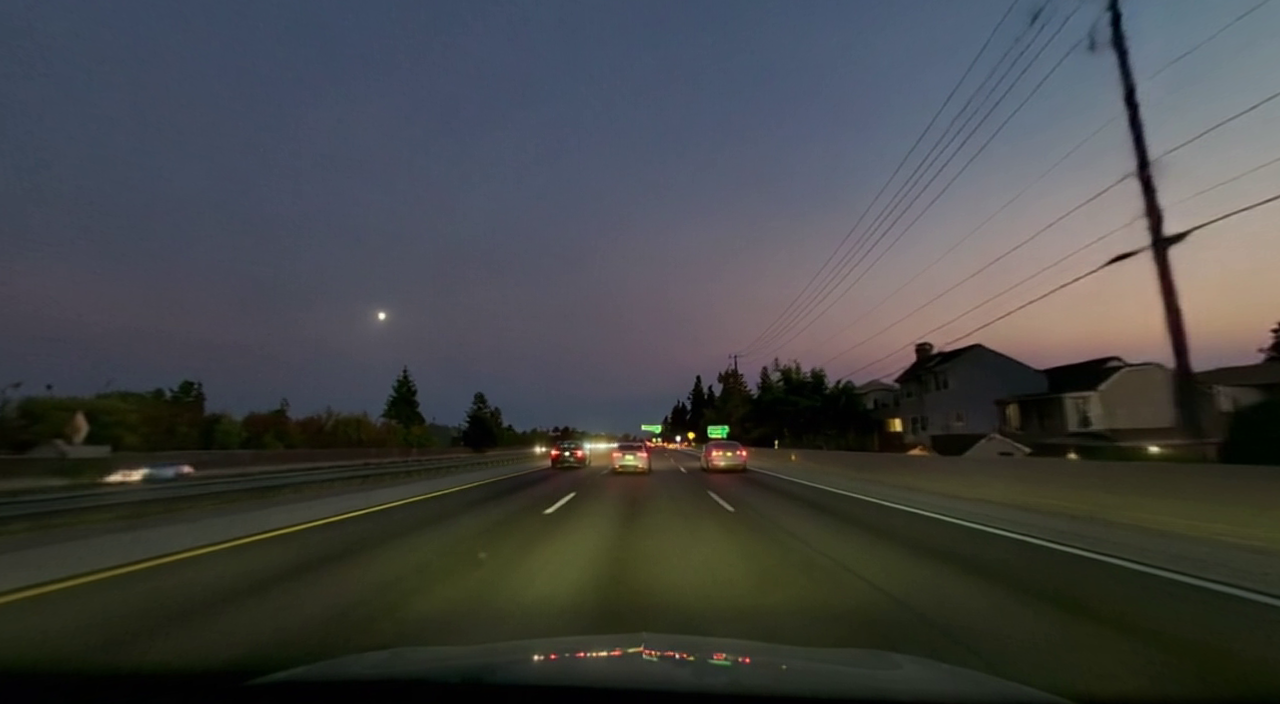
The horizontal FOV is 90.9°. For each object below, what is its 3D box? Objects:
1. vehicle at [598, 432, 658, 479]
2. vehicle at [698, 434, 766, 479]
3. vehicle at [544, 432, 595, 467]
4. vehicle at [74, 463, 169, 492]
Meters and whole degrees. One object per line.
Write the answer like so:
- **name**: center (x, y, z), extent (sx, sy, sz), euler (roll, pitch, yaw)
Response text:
- **vehicle**: center (-0.386, 3.913, 24.037), extent (2.049, 1.620, 4.153), euler (0, -8, 1)
- **vehicle**: center (3.439, 3.983, 24.300), extent (1.996, 1.579, 3.841), euler (0, -8, -1)
- **vehicle**: center (-3.779, 5.376, 34.839), extent (2.217, 1.773, 4.553), euler (0, -8, 1)
- **vehicle**: center (-31.599, 7.622, 38.604), extent (1.941, 1.497, 4.519), euler (0, -8, 1)
